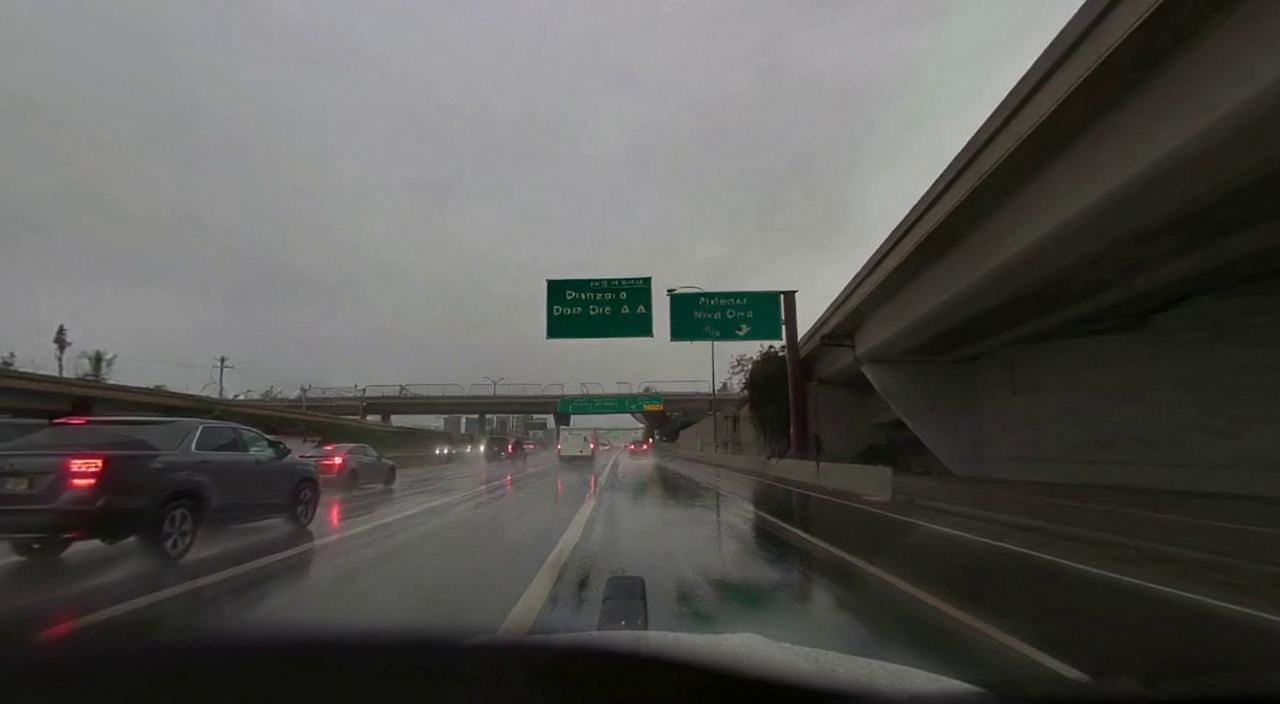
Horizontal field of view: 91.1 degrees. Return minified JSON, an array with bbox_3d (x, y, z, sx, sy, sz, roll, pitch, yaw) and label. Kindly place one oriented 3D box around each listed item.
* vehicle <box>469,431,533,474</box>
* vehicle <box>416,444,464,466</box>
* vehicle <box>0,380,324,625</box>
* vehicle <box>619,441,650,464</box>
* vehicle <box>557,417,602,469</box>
[{"bbox_3d":[-6.796,4.986,31.309,2.179,1.948,4.618,0,-8,-1],"label":"vehicle"},{"bbox_3d":[-13.767,7.098,43.493,1.899,1.485,4.368,0,-8,-1],"label":"vehicle"},{"bbox_3d":[-6.014,1.422,6.706,2.355,1.805,5.938,0,-8,-2],"label":"vehicle"},{"bbox_3d":[-0.477,7.257,45.511,2.079,1.506,4.488,0,-8,-2],"label":"vehicle"},{"bbox_3d":[-3.538,5.498,37.897,2.301,2.843,6.458,0,-8,-2],"label":"vehicle"}]
